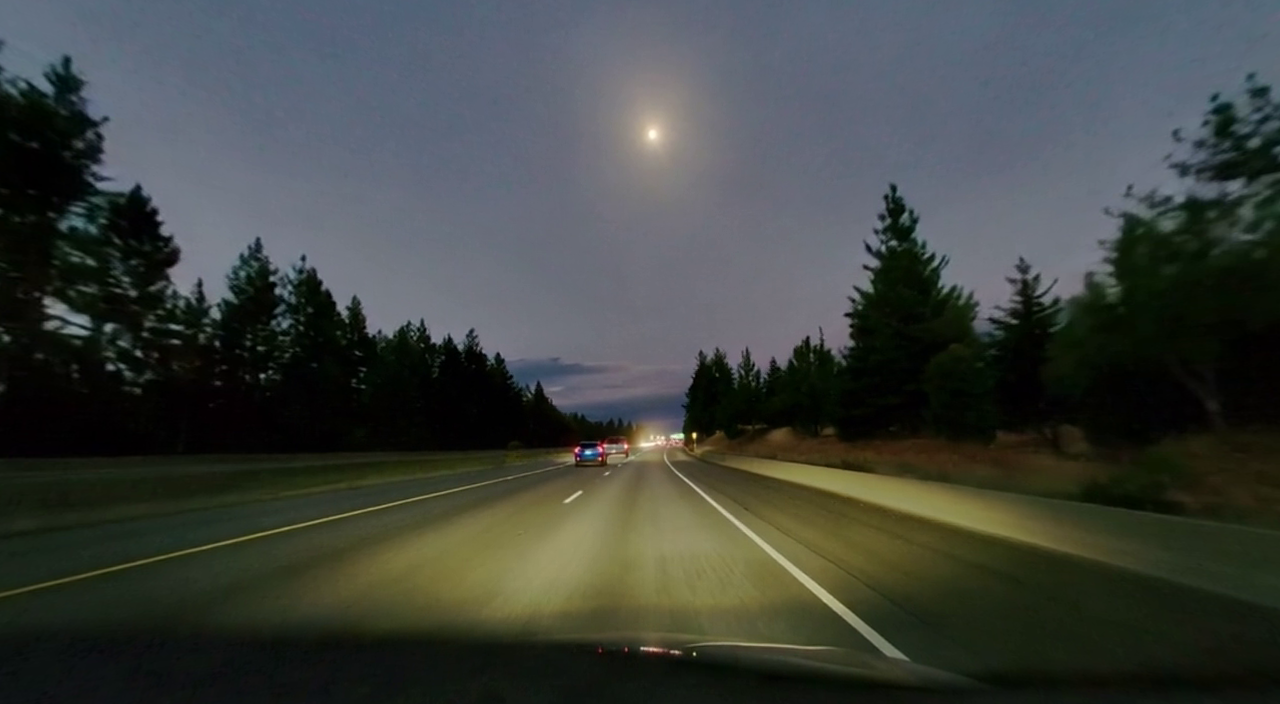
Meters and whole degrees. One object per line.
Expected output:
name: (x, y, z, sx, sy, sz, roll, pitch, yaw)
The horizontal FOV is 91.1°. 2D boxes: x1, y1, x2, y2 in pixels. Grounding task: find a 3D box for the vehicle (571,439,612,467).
vehicle: (-2.893, 6.232, 38.765, 2.053, 1.589, 4.671, 0, -8, 2)
